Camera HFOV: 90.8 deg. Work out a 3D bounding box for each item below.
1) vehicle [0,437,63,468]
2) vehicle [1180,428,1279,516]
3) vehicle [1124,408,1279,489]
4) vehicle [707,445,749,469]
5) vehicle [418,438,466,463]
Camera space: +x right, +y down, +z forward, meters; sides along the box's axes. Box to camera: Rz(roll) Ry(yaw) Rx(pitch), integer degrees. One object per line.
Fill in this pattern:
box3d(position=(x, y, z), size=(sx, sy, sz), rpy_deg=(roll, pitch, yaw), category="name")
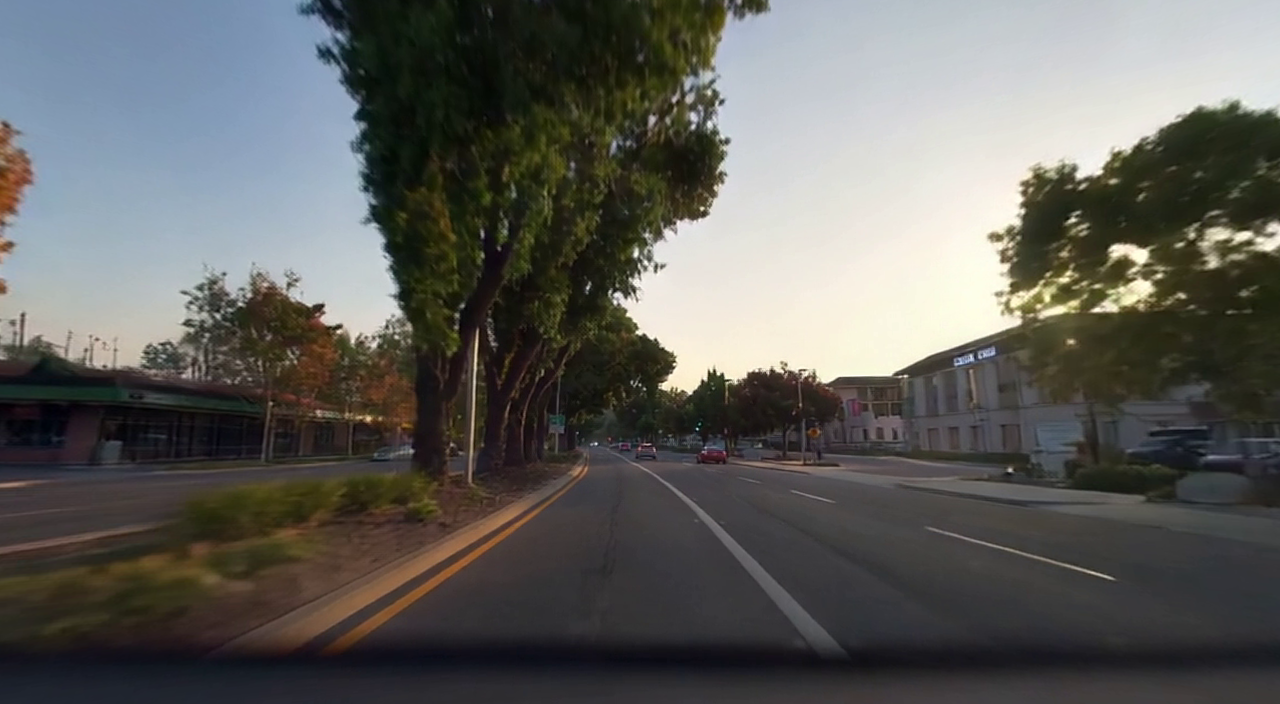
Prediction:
box3d(position=(-31.066, 4.907, 31.033), size=(3.606, 1.434, 1.790), rpy_deg=(1, -8, 0), category="vehicle")
box3d(position=(16.011, 3.004, 16.341), size=(5.251, 1.946, 2.114), rpy_deg=(7, -11, -40), category="vehicle")
box3d(position=(21.588, 3.422, 22.585), size=(6.254, 2.698, 2.433), rpy_deg=(-5, -10, 27), category="vehicle")
box3d(position=(5.670, 6.813, 41.230), size=(1.876, 1.474, 4.126), rpy_deg=(1, -8, -5), category="vehicle")
box3d(position=(-14.933, 7.482, 47.952), size=(2.058, 1.770, 5.291), rpy_deg=(0, -8, -1), category="vehicle")
